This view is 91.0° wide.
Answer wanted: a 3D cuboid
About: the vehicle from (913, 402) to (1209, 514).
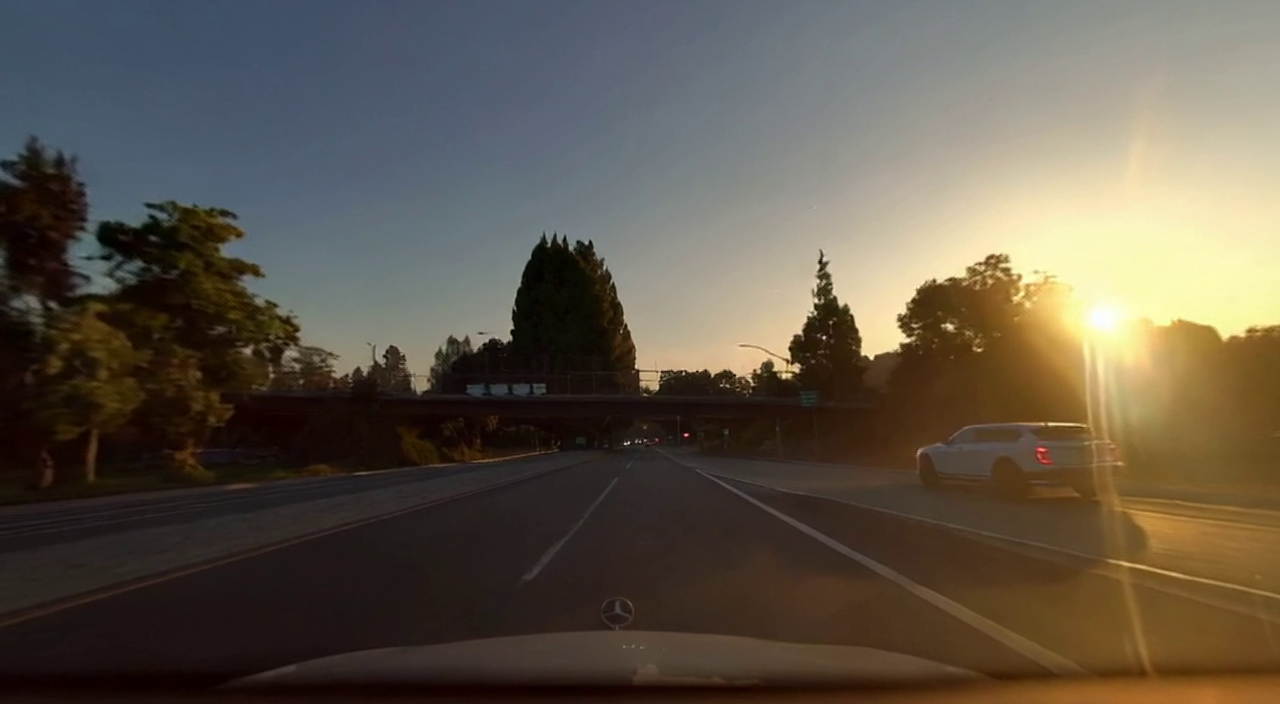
[{"bbox_3d":[8.525,2.220,13.638,2.328,1.916,5.227,1,-8,-7],"label":"vehicle"}]
